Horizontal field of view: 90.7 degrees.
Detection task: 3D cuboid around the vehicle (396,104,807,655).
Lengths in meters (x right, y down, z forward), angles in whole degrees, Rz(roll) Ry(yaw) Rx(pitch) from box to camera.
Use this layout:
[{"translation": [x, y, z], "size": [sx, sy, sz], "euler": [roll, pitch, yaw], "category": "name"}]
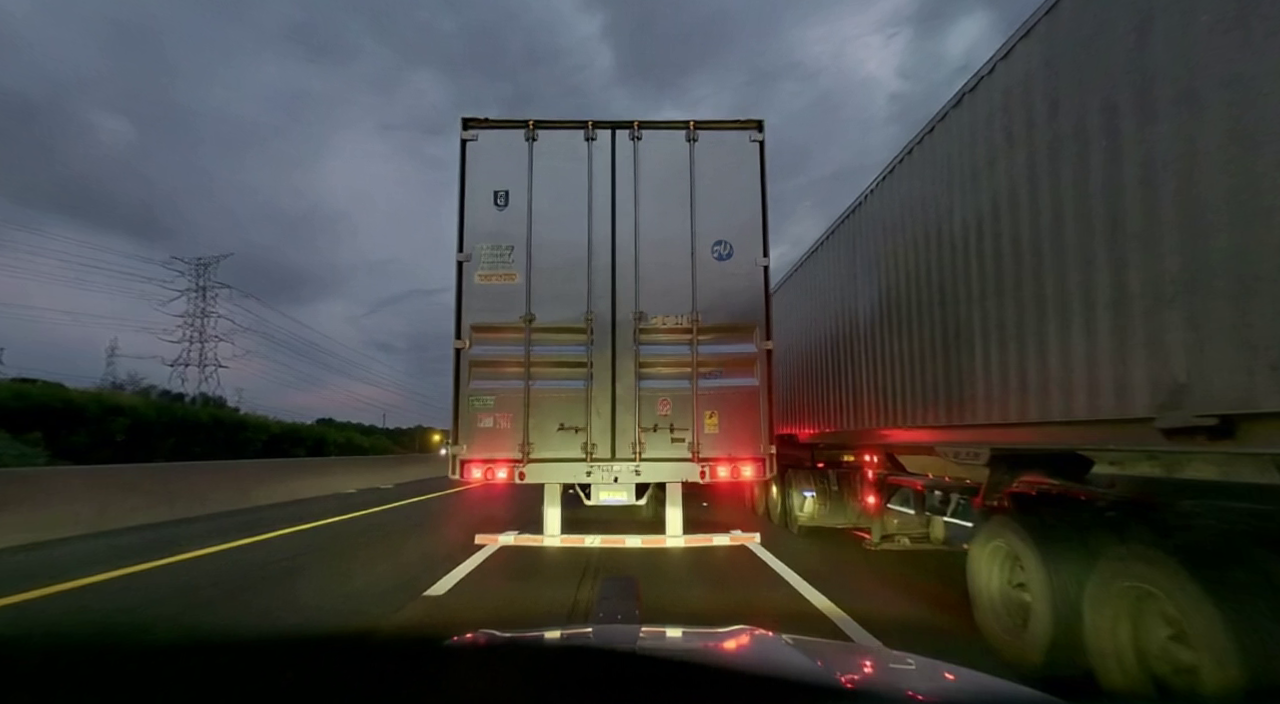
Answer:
[{"translation": [-0.284, 0.959, 10.630], "size": [2.841, 4.071, 12.046], "euler": [0, -8, 0], "category": "vehicle"}]
